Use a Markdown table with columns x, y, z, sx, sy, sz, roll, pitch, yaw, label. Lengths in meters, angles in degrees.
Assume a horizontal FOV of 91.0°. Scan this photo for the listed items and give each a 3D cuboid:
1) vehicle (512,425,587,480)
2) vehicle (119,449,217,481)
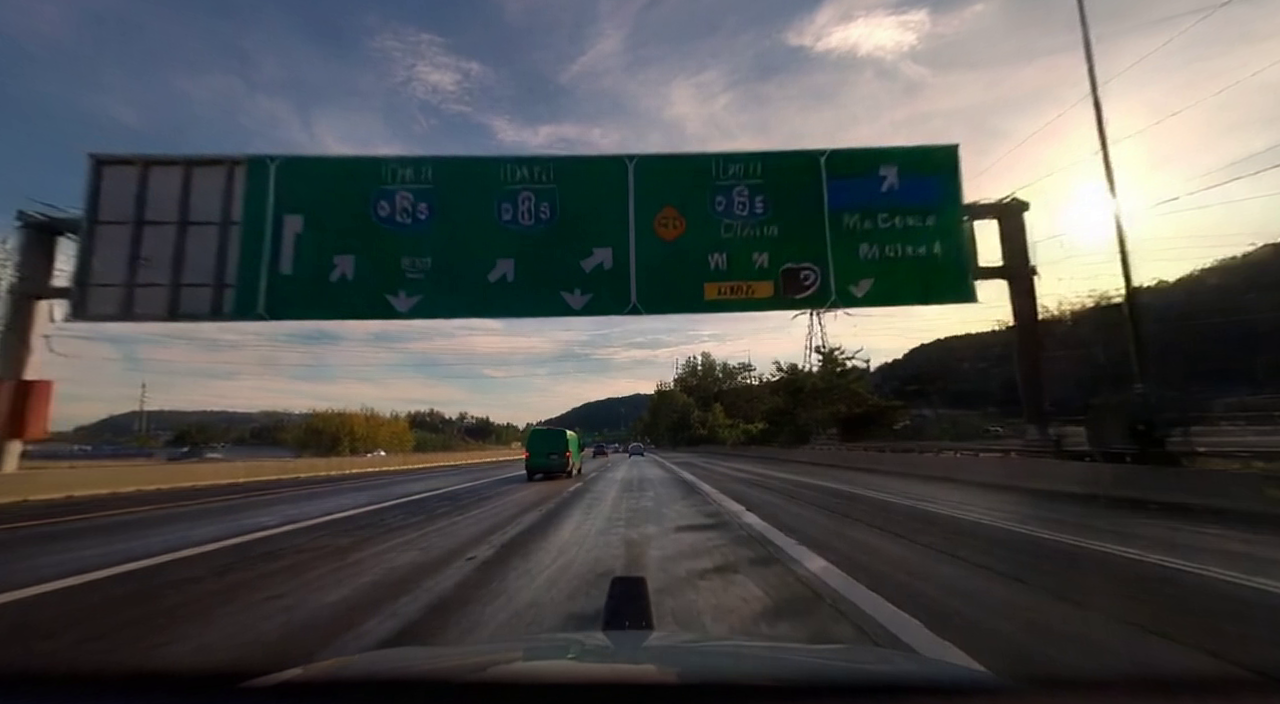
| x | y | z | sx | sy | sz | roll | pitch | yaw | label |
| --- | --- | --- | --- | --- | --- | --- | --- | --- | --- |
| -3.527 | 4.024 | 25.431 | 2.281 | 2.025 | 4.586 | 0 | -8 | 1 | vehicle |
| -23.998 | 5.733 | 32.213 | 1.801 | 1.452 | 4.238 | 0 | -8 | -1 | vehicle |
